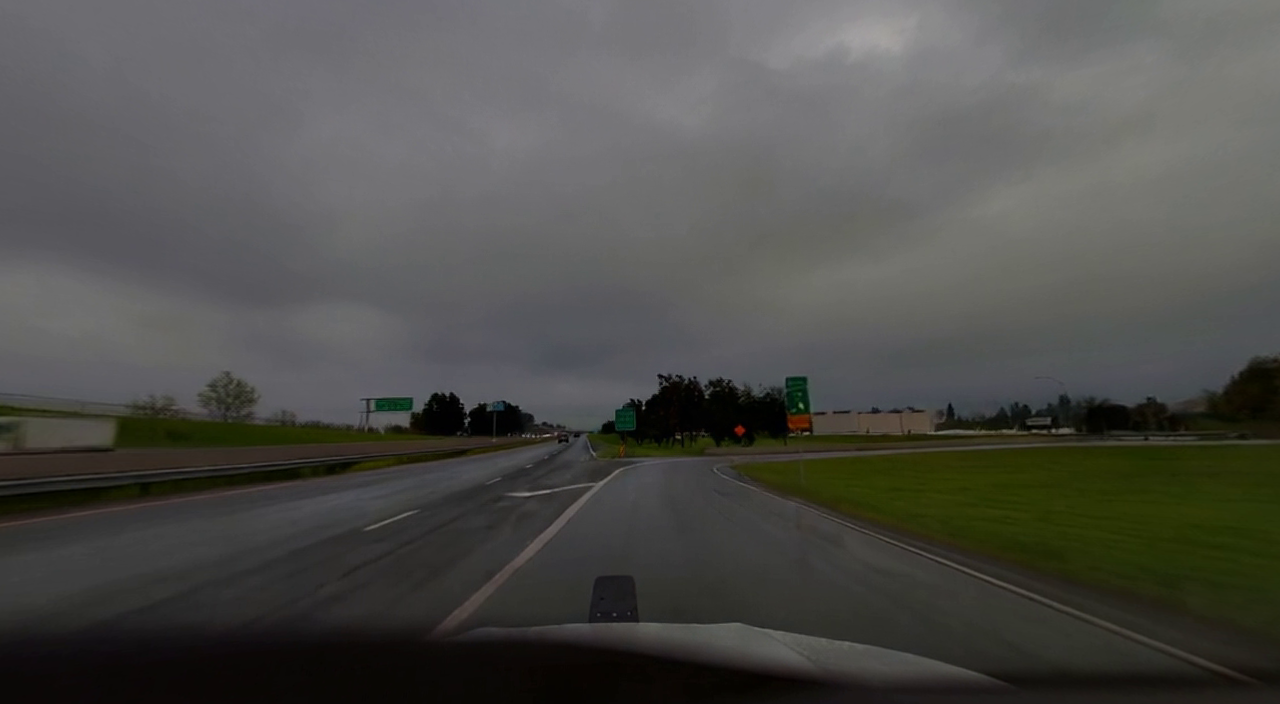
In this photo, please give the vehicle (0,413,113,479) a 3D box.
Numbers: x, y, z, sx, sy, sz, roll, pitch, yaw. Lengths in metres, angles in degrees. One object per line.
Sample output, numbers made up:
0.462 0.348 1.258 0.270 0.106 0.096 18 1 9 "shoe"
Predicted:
-25.048 3.792 25.299 2.208 2.438 6.660 0 -8 -4 "vehicle"
